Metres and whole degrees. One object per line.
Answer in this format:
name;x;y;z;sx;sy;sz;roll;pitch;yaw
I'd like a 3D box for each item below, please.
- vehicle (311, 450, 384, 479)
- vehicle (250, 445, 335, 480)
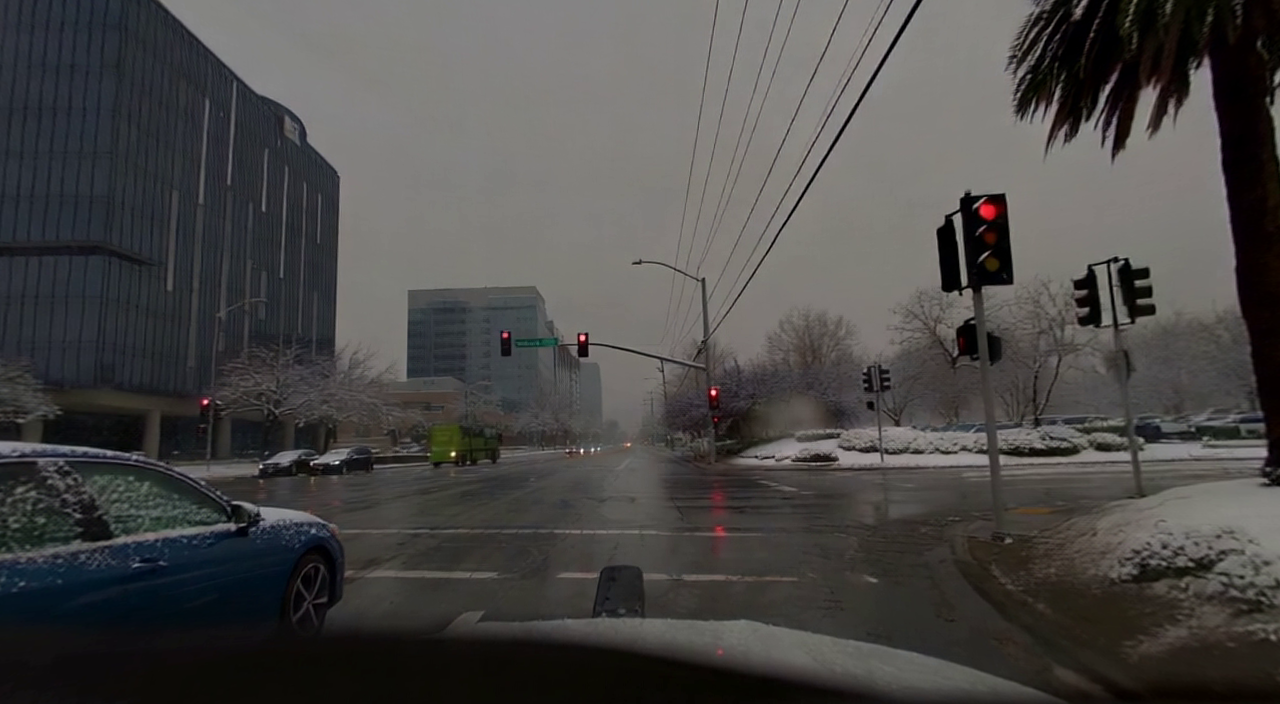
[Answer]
vehicle;-15.364;5.920;33.302;1.875;1.389;3.784;0;-9;3
vehicle;-19.097;6.068;34.878;2.017;1.739;4.569;0;-9;1
